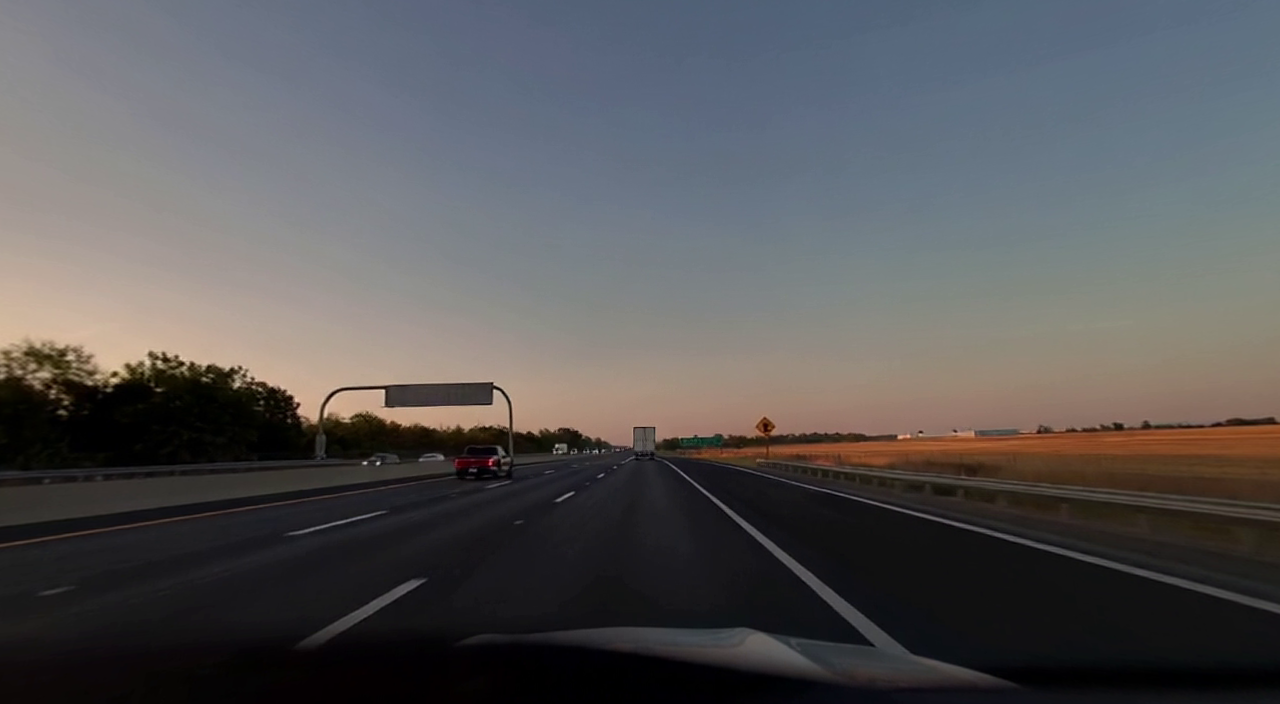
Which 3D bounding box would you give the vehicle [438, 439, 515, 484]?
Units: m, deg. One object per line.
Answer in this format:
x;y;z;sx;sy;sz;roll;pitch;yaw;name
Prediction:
-7.182;4.873;28.301;2.052;1.817;4.744;0;-9;1;vehicle
